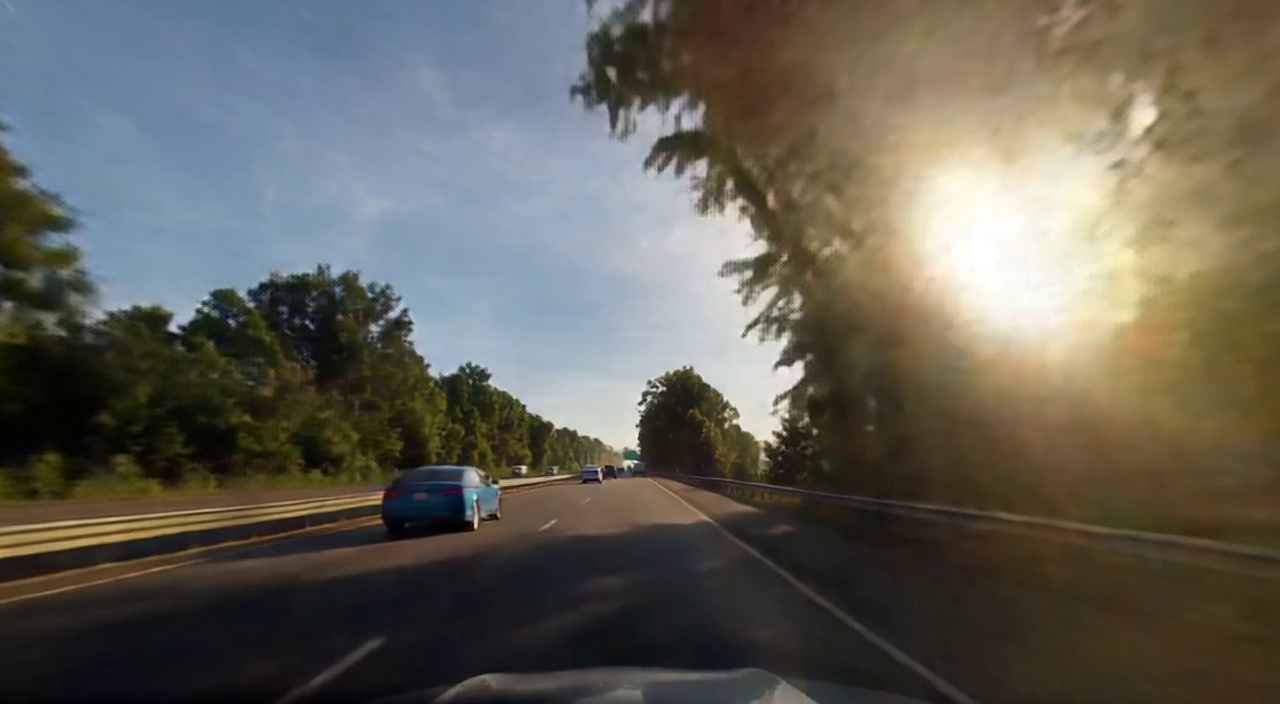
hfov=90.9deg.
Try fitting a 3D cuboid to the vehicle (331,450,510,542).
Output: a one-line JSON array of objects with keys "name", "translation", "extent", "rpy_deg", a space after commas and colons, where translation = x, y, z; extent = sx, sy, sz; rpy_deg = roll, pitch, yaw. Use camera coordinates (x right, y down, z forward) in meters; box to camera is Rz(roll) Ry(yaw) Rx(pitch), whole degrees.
[{"name": "vehicle", "translation": [-4.268, 2.914, 13.215], "extent": [2.040, 1.525, 4.603], "rpy_deg": [1, -11, 1]}]

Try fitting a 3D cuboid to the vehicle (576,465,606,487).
[{"name": "vehicle", "translation": [-3.703, 9.515, 48.439], "extent": [2.006, 1.516, 4.820], "rpy_deg": [1, -11, 0]}]
